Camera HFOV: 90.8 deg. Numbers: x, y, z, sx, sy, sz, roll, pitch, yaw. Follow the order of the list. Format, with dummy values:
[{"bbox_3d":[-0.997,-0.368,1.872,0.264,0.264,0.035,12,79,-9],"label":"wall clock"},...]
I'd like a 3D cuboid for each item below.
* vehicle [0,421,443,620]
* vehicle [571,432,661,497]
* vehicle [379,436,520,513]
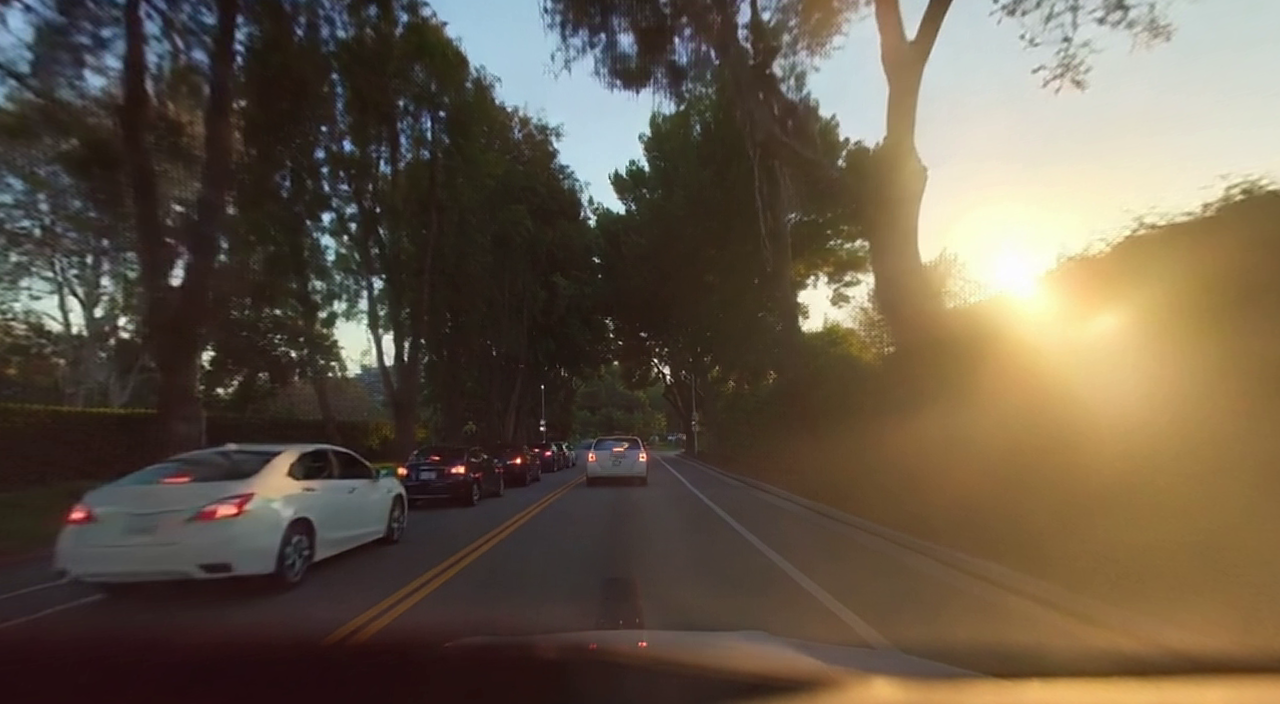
[{"bbox_3d":[-3.982,1.603,7.117,1.968,1.459,4.734,0,-8,1],"label":"vehicle"},{"bbox_3d":[-0.593,2.960,16.987,2.127,1.517,4.090,0,-8,-1],"label":"vehicle"},{"bbox_3d":[-3.959,2.601,13.932,1.784,1.408,4.141,0,-8,1],"label":"vehicle"}]
